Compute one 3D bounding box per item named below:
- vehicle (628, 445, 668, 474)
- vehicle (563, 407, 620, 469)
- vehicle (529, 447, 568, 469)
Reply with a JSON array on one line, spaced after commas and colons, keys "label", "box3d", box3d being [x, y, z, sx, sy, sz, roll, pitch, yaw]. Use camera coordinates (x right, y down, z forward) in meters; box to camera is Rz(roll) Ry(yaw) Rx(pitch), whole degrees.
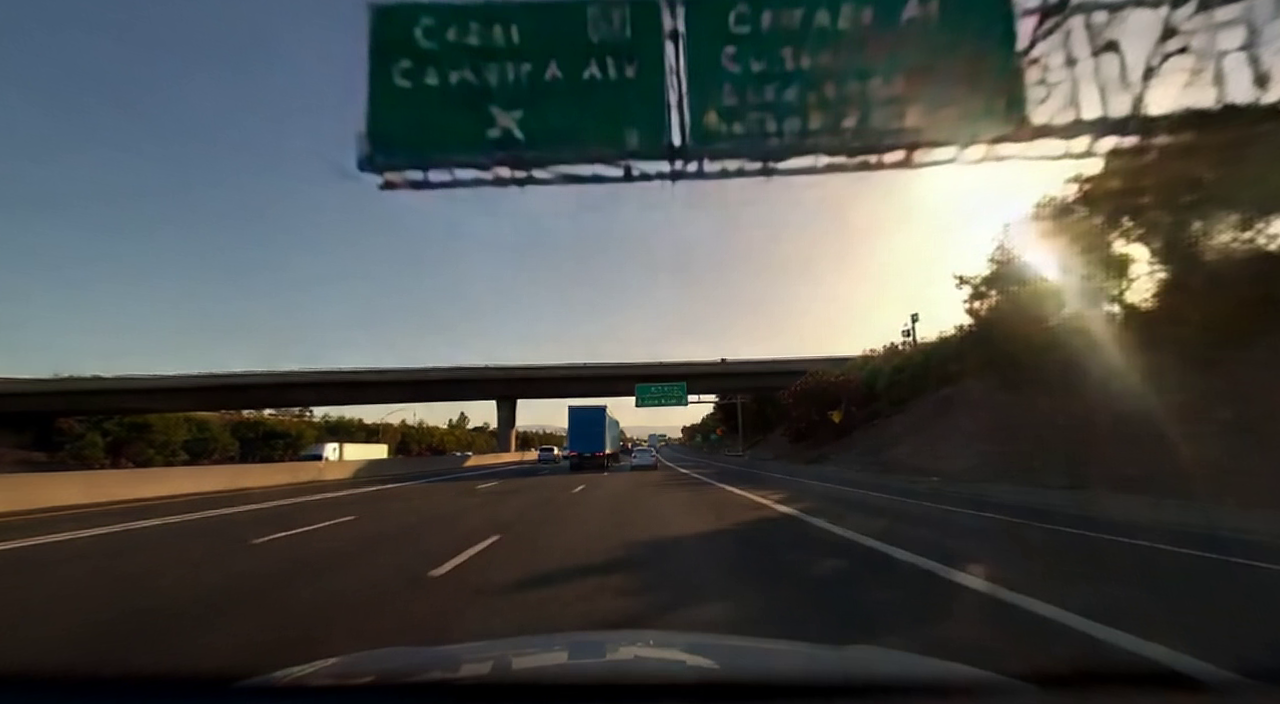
[{"label": "vehicle", "box3d": [0.394, 5.865, 34.688, 2.066, 1.469, 4.050, 0, -9, 0]}, {"label": "vehicle", "box3d": [-3.300, 6.377, 46.253, 3.053, 3.948, 11.288, 0, -9, 1]}, {"label": "vehicle", "box3d": [-6.717, 7.833, 46.732, 1.996, 1.495, 4.671, -1, -9, 3]}]
